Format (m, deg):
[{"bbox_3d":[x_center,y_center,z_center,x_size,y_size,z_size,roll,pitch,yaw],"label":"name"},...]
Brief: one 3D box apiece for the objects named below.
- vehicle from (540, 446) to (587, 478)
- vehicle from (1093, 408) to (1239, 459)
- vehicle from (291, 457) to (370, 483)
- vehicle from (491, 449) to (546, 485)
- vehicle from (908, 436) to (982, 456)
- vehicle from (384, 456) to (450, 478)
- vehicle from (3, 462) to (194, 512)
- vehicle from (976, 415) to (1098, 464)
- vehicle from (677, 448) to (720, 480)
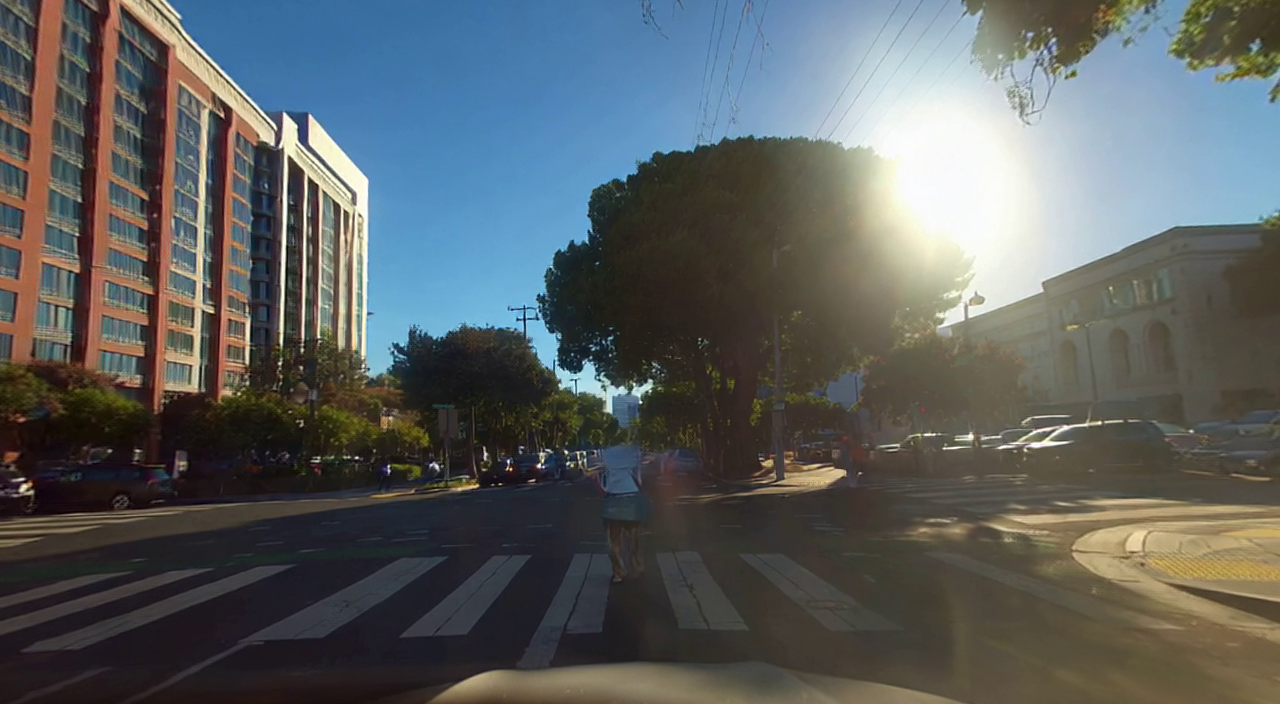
[{"bbox_3d":[-4.458,6.532,37.598,2.102,1.768,4.290,-1,-10,2],"label":"vehicle"},{"bbox_3d":[22.304,3.531,27.142,2.137,1.962,4.988,-1,-8,3],"label":"vehicle"},{"bbox_3d":[-23.238,8.886,47.494,4.844,1.836,2.117,-1,-8,5],"label":"vehicle"},{"bbox_3d":[-7.617,7.251,40.249,2.193,1.814,5.061,-9,-8,0],"label":"vehicle"},{"bbox_3d":[23.013,7.086,47.770,4.528,1.475,2.070,0,-8,3],"label":"vehicle"},{"bbox_3d":[-16.681,8.642,47.358,4.203,1.544,1.889,-1,-8,2],"label":"vehicle"},{"bbox_3d":[-17.316,4.317,20.370,4.439,1.448,1.793,0,-9,0],"label":"vehicle"},{"bbox_3d":[16.743,3.790,26.995,2.041,1.921,4.574,0,-9,-2],"label":"vehicle"},{"bbox_3d":[3.271,6.074,34.647,1.942,1.603,3.785,-1,-8,12],"label":"vehicle"}]
